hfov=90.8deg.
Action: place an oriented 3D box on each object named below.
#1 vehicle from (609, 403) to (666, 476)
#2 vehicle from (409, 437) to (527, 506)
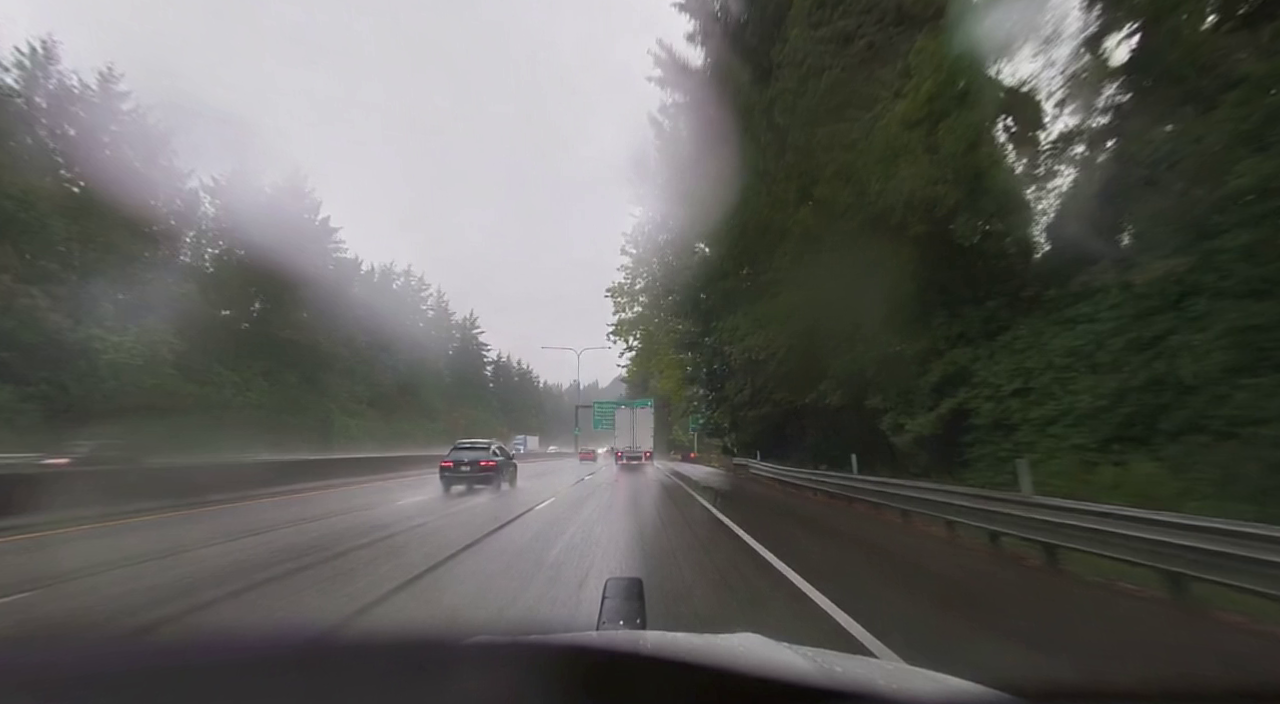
[{"bbox_3d":[-0.302,5.564,39.359,2.976,3.800,12.335,0,-9,-1],"label":"vehicle"},{"bbox_3d":[-4.330,3.086,16.597,1.964,1.556,4.071,0,-9,0],"label":"vehicle"}]
